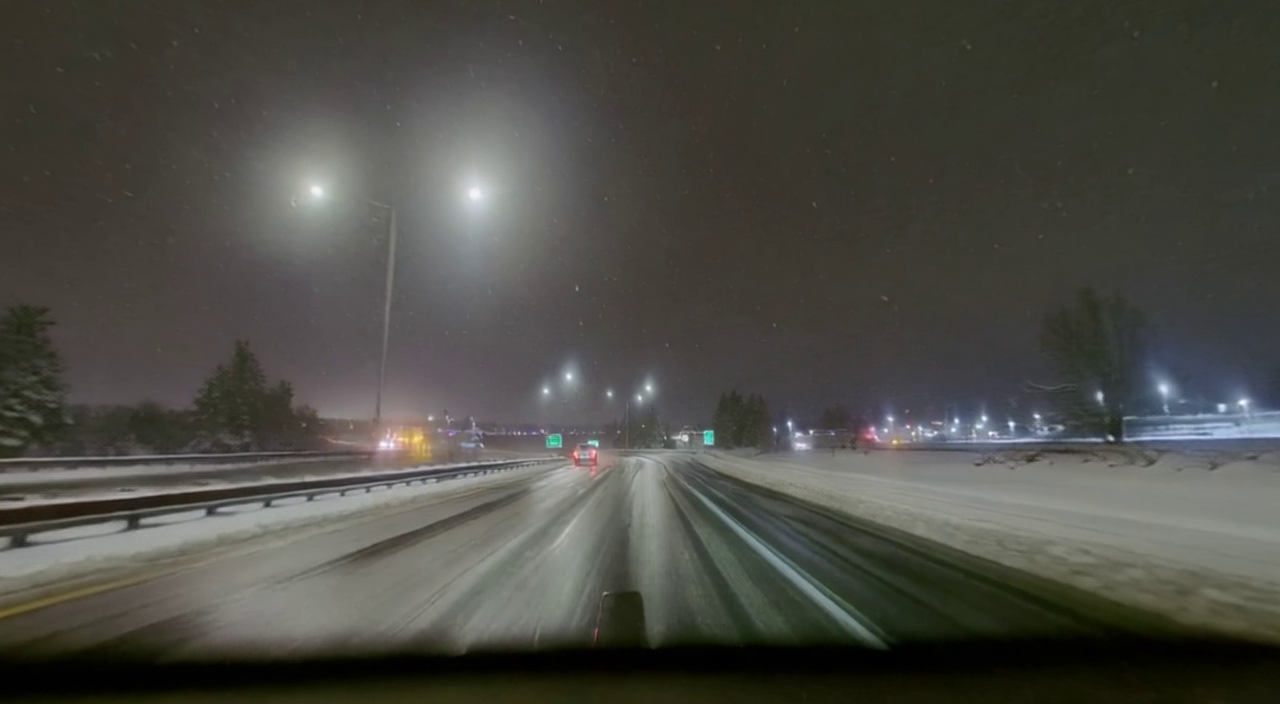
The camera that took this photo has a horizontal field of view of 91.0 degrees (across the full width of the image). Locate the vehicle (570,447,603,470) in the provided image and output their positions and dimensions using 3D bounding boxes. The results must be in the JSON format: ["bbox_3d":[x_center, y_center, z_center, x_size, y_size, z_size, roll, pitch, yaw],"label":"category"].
[{"bbox_3d":[-4.066,8.127,48.230,2.234,1.588,4.484,1,-9,-1],"label":"vehicle"}]
